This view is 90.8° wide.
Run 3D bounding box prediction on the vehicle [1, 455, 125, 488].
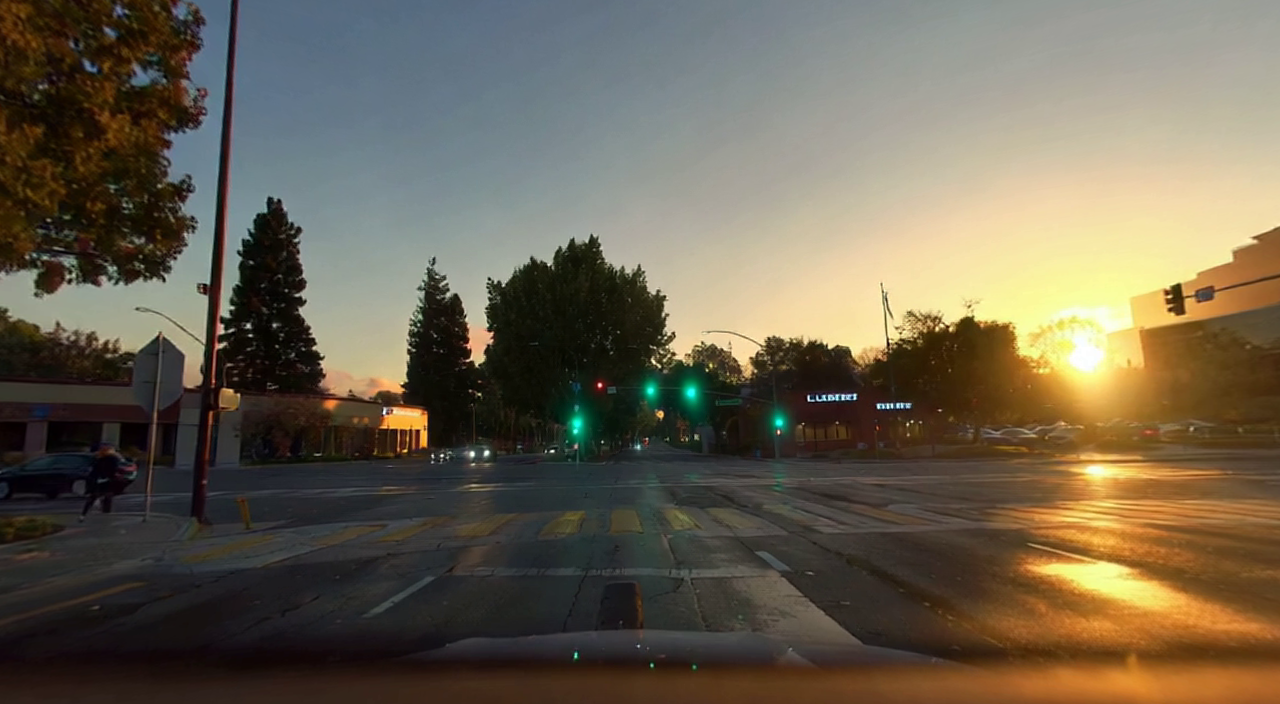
[{"bbox_3d":[-27.007,5.549,29.627,4.325,1.425,2.045,-2,-9,12],"label":"vehicle"}]
